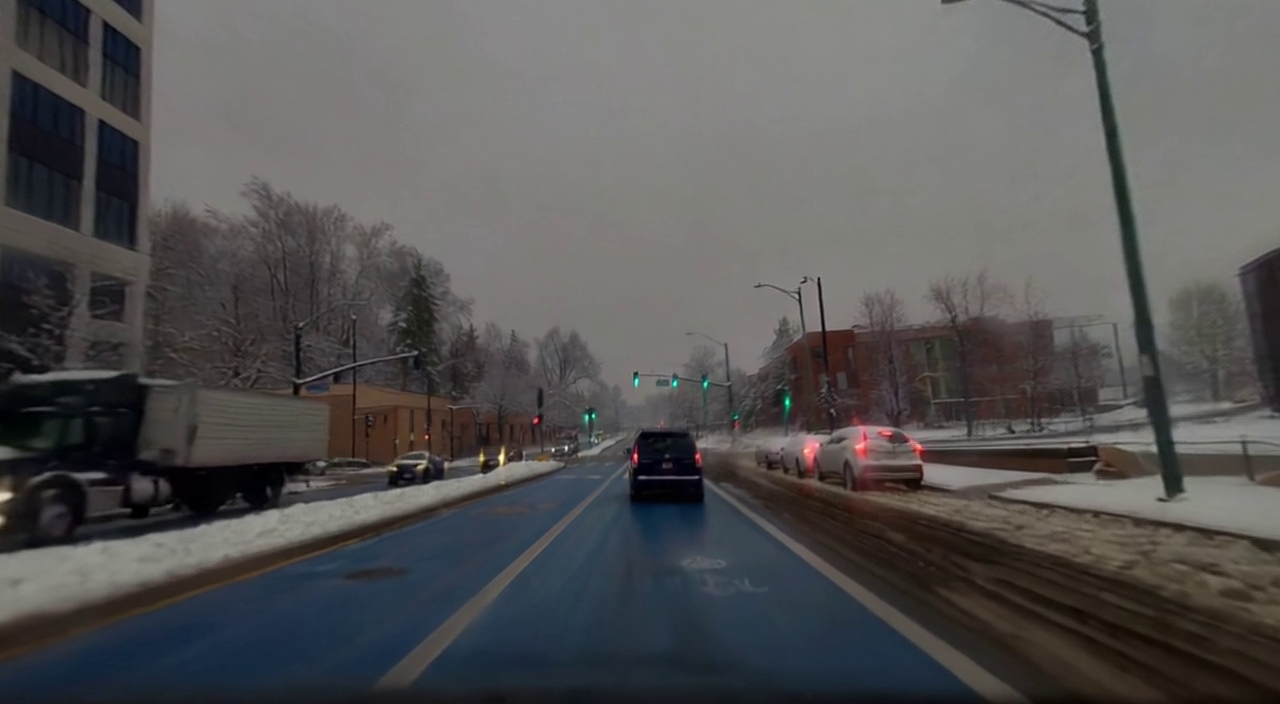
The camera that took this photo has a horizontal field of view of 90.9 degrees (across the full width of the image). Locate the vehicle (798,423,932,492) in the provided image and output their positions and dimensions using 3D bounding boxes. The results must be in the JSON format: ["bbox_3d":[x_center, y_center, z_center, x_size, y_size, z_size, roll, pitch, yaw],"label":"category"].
[{"bbox_3d":[6.660,3.214,19.408,2.205,1.823,5.078,0,-9,0],"label":"vehicle"}]

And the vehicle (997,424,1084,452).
[{"bbox_3d":[28.435,6.157,44.903,4.655,1.852,2.161,-1,-10,-2],"label":"vehicle"}]

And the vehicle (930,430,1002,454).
[{"bbox_3d":[23.207,6.412,44.990,3.973,1.623,2.024,-1,-9,0],"label":"vehicle"}]

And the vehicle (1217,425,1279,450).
[{"bbox_3d":[43.946,6.095,44.657,3.934,1.710,2.114,-1,-9,4],"label":"vehicle"}]

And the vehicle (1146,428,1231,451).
[{"bbox_3d":[38.859,6.220,44.764,4.286,1.625,1.809,0,-8,0],"label":"vehicle"}]

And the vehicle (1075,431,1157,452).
[{"bbox_3d":[33.705,6.361,44.742,4.275,1.487,1.781,0,-9,1],"label":"vehicle"}]

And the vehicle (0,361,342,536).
[{"bbox_3d":[-13.542,2.953,19.514,3.101,3.878,10.902,0,-9,1],"label":"vehicle"}]

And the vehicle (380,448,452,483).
[{"bbox_3d":[-10.688,5.426,30.447,2.019,1.547,4.315,0,-9,-2],"label":"vehicle"}]

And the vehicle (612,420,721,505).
[{"bbox_3d":[0.515,2.649,15.461,2.283,1.773,4.255,0,-9,-1],"label":"vehicle"}]
